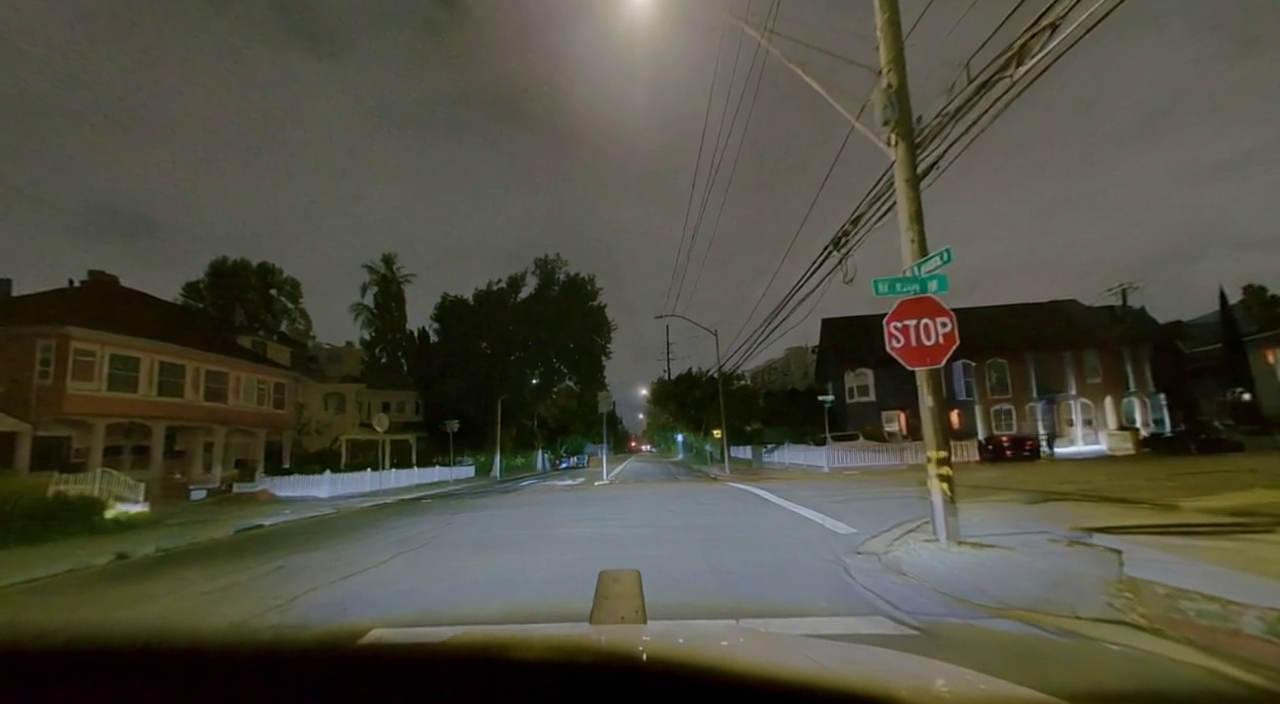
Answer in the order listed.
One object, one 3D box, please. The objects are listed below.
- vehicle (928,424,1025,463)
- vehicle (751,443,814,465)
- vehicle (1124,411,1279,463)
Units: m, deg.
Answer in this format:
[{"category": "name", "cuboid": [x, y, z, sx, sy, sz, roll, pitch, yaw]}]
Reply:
[{"category": "vehicle", "cuboid": [15.673, 4.333, 29.767, 2.025, 1.689, 4.342, 0, -9, -2]}, {"category": "vehicle", "cuboid": [10.133, 7.267, 45.119, 4.019, 1.533, 1.769, 0, -9, 0]}, {"category": "vehicle", "cuboid": [21.268, 3.223, 23.748, 4.466, 1.769, 2.033, 1, -8, 0]}]
